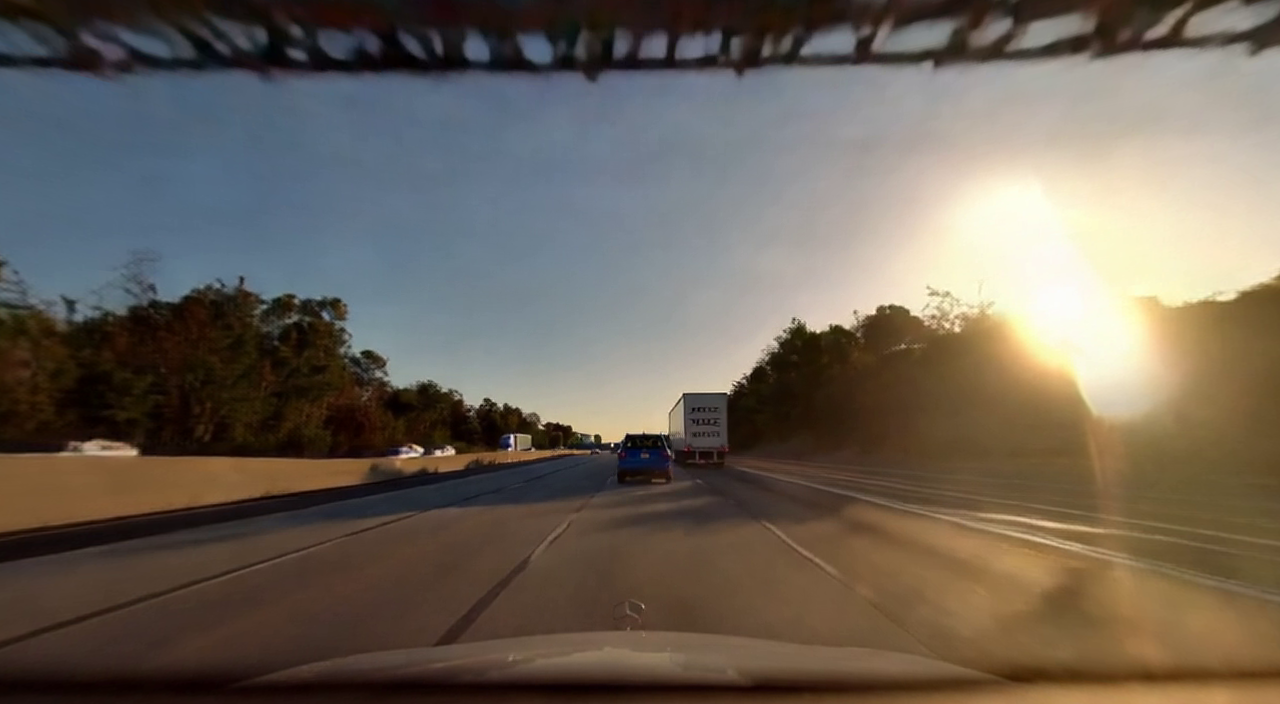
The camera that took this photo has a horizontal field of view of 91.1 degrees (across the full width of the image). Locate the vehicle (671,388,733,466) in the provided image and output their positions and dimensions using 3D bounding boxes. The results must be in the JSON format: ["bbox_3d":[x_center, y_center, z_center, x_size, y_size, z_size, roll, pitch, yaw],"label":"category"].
[{"bbox_3d":[3.682,5.133,41.380,2.909,4.135,15.820,-1,-8,2],"label":"vehicle"}]

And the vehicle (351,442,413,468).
[{"bbox_3d":[-18.563,7.422,45.522,2.112,1.778,5.417,0,-8,1],"label":"vehicle"}]

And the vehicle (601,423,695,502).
[{"bbox_3d":[0.189,2.731,15.930,2.054,1.706,4.201,0,-8,1],"label":"vehicle"}]

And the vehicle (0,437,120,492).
[{"bbox_3d":[-25.846,4.735,26.814,2.248,2.077,5.797,0,-8,1],"label":"vehicle"}]
